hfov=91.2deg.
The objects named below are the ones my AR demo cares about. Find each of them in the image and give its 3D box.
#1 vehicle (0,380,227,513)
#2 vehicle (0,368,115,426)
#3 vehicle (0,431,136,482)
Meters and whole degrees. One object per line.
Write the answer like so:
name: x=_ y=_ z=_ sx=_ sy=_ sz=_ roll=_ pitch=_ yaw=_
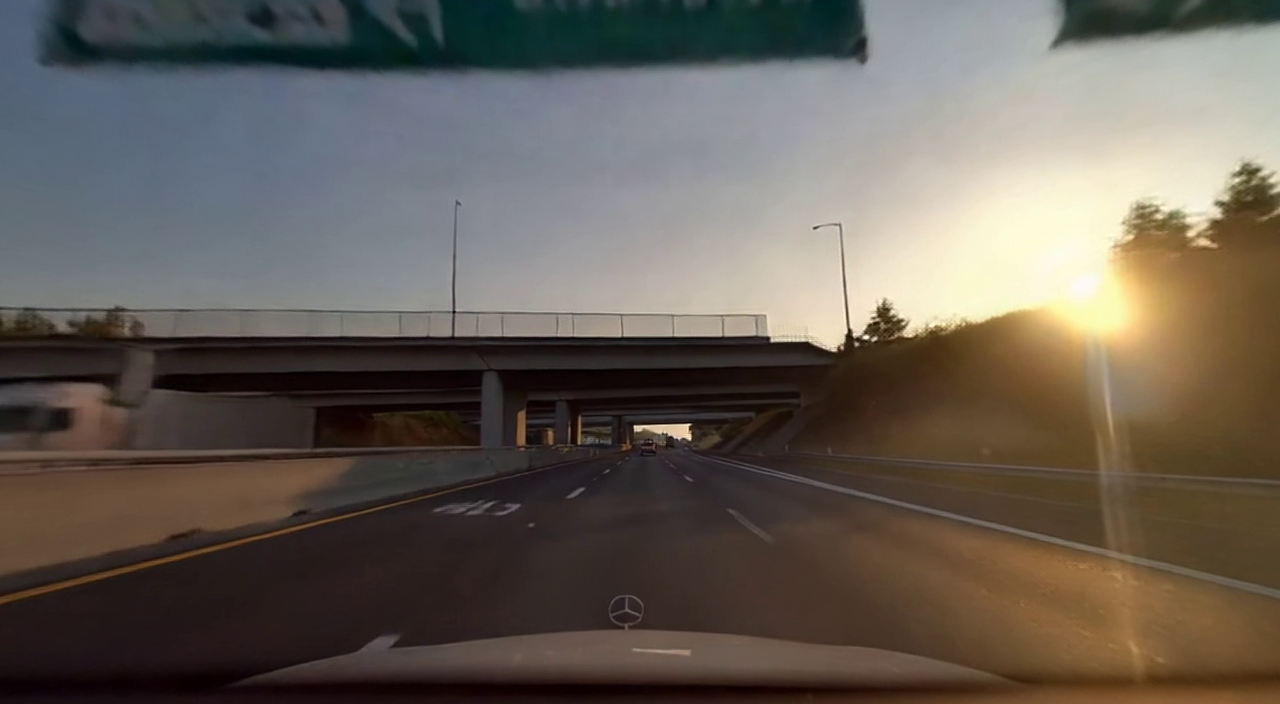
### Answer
vehicle: x=-20.516 y=3.415 z=23.106 sx=3.124 sy=3.932 sz=10.785 roll=0 pitch=-8 yaw=1
vehicle: x=-20.558 y=1.586 z=20.985 sx=2.010 sy=1.679 sz=4.548 roll=0 pitch=-8 yaw=1
vehicle: x=-20.532 y=3.625 z=22.146 sx=2.015 sy=1.587 sz=4.092 roll=0 pitch=-8 yaw=0
